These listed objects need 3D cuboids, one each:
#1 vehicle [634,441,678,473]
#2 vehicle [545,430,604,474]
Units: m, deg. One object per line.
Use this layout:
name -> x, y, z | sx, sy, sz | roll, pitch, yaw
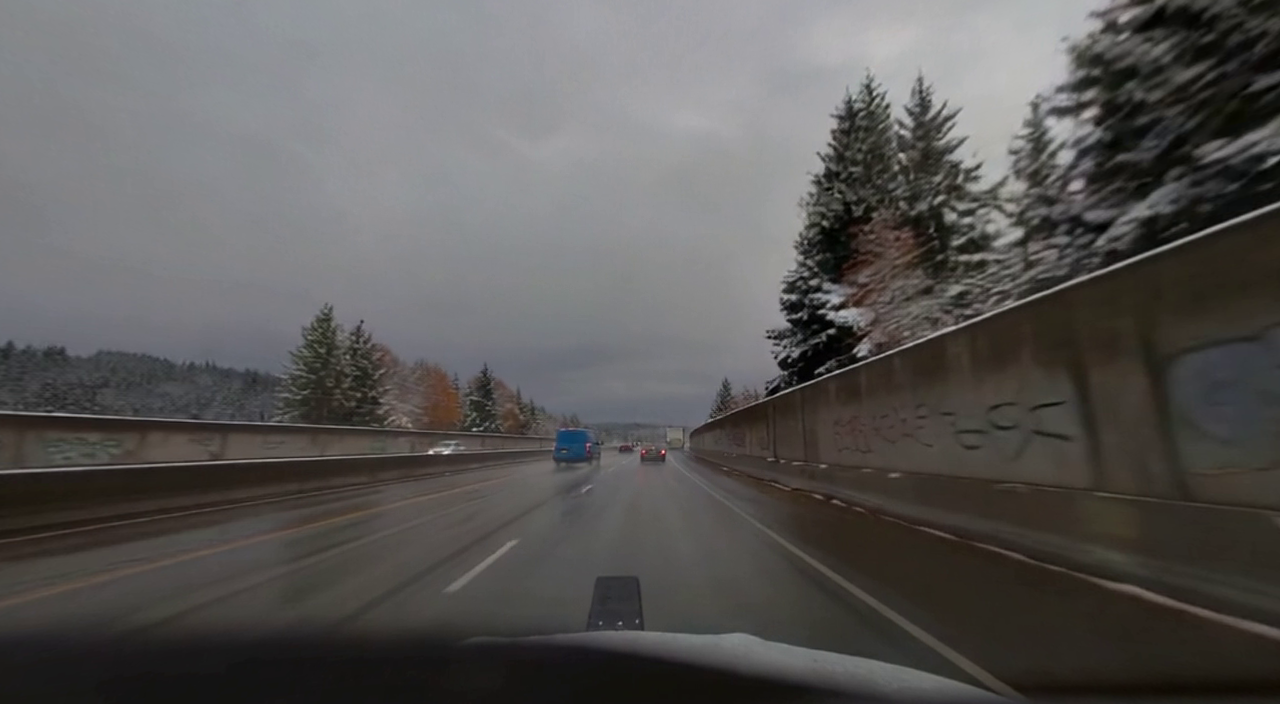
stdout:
vehicle -> 0.773, 5.204, 31.468 | 2.071, 1.487, 3.948 | 0, -8, 1
vehicle -> -3.178, 4.990, 31.657 | 2.199, 1.973, 5.078 | 0, -8, 2
